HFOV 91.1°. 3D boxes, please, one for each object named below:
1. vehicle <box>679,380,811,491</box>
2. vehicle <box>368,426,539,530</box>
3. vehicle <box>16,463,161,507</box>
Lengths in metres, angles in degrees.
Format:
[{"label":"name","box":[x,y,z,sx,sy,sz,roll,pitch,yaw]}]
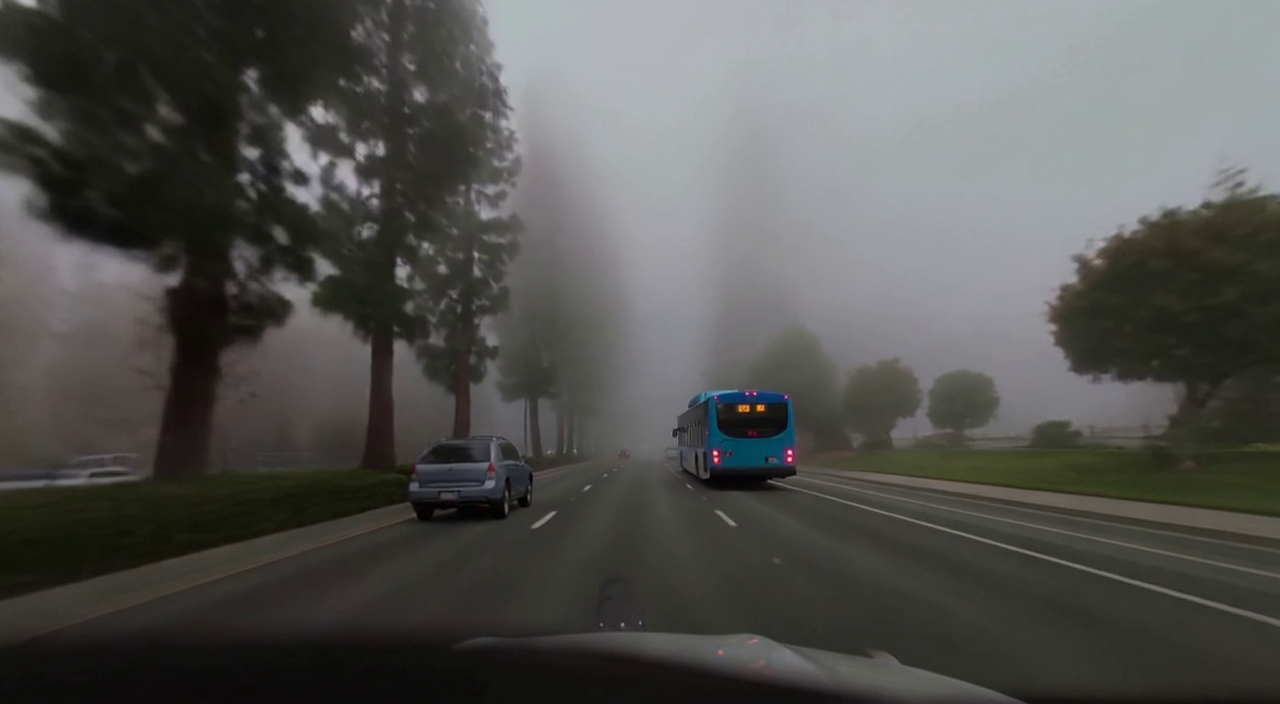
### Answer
[{"label":"vehicle","box":[3.501,3.410,25.073,3.072,3.278,12.747,0,-8,0]},{"label":"vehicle","box":[-3.559,2.479,13.003,2.111,1.767,4.333,0,-8,1]},{"label":"vehicle","box":[-22.110,5.326,25.453,1.812,1.476,4.383,0,-8,2]}]
